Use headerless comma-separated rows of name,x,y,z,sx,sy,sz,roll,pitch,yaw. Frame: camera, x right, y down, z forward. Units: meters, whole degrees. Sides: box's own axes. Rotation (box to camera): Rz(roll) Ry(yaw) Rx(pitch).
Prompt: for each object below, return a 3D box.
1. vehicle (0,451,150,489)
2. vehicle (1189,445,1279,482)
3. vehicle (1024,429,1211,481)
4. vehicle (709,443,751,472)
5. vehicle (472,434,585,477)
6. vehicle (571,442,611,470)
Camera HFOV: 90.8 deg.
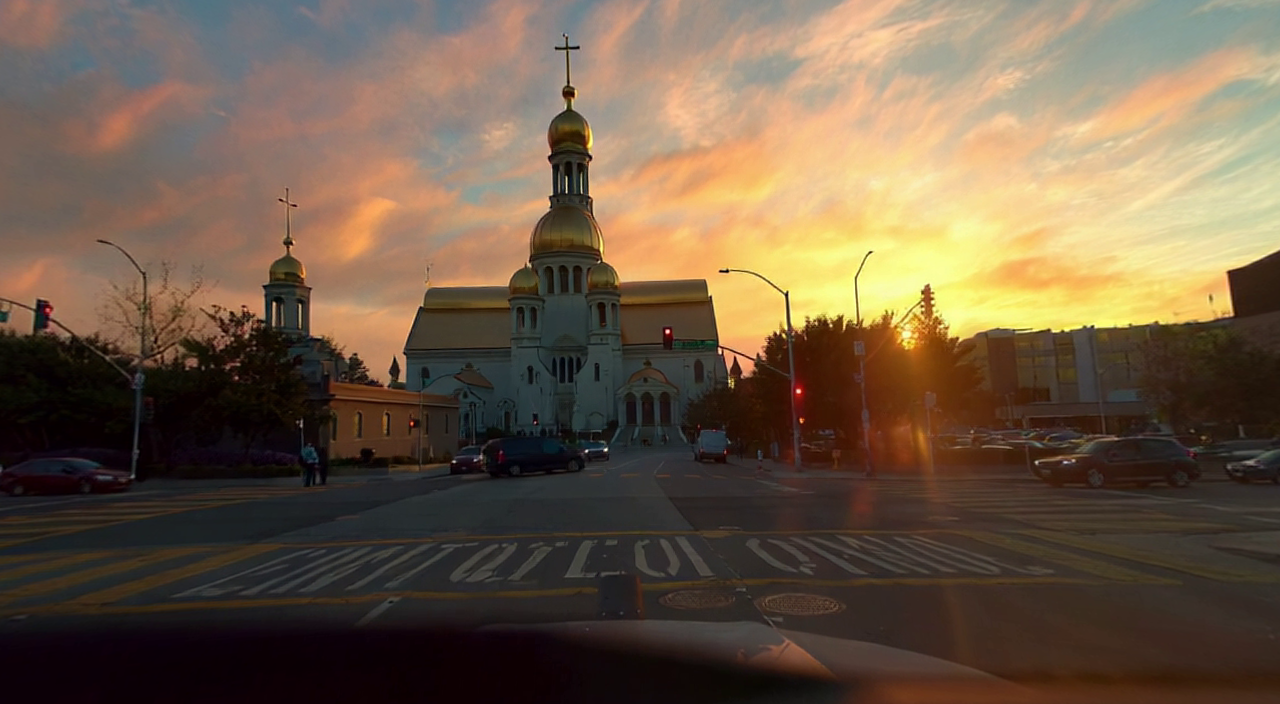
vehicle,-23.370,4.858,26.215,4.479,1.476,1.873,0,-8,1
vehicle,26.380,4.682,26.679,4.561,1.475,1.850,0,-8,0
vehicle,19.877,4.307,26.561,5.852,2.057,2.361,0,-8,1
vehicle,5.823,6.861,41.480,1.969,1.776,4.329,0,-8,-2
vehicle,-4.833,4.571,28.005,2.051,1.724,4.567,-8,-12,43
vehicle,-3.165,6.801,41.485,2.223,1.692,4.688,0,-8,0
